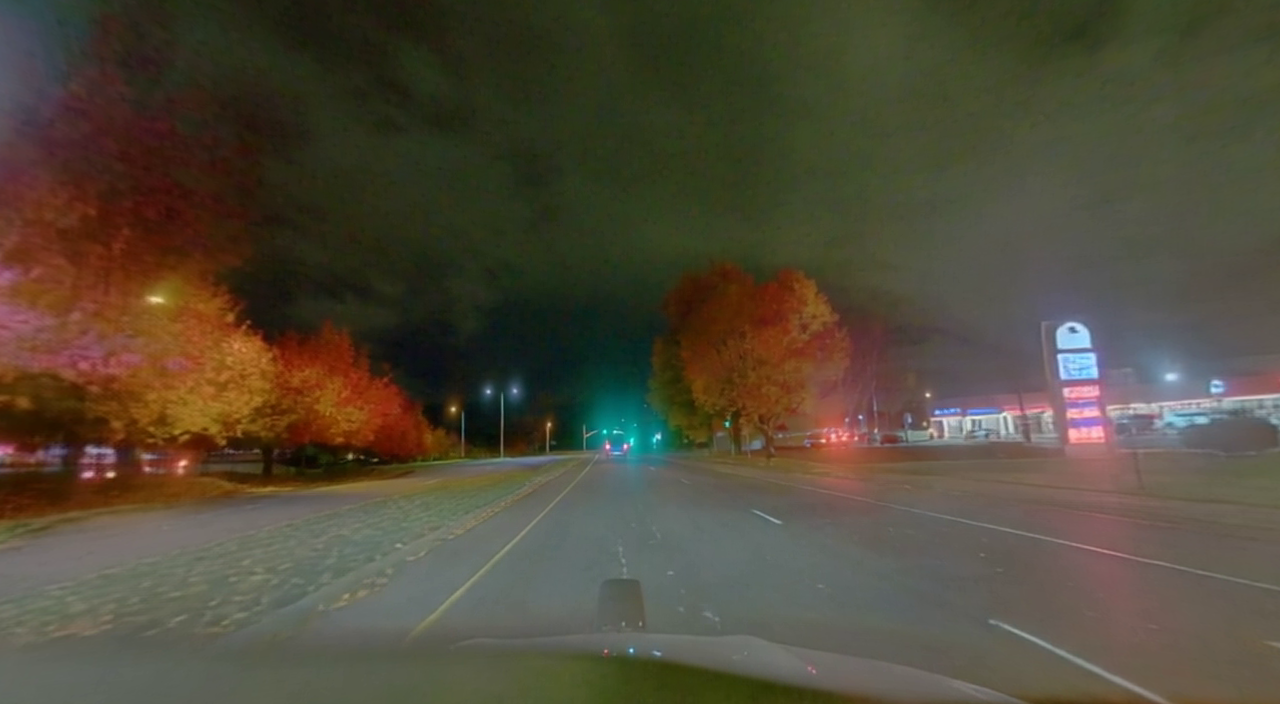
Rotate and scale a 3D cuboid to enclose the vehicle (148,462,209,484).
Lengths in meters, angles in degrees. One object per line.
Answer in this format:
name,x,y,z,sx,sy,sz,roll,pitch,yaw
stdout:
vehicle,-36.244,9.514,49.639,1.784,1.536,3.893,0,-8,0
